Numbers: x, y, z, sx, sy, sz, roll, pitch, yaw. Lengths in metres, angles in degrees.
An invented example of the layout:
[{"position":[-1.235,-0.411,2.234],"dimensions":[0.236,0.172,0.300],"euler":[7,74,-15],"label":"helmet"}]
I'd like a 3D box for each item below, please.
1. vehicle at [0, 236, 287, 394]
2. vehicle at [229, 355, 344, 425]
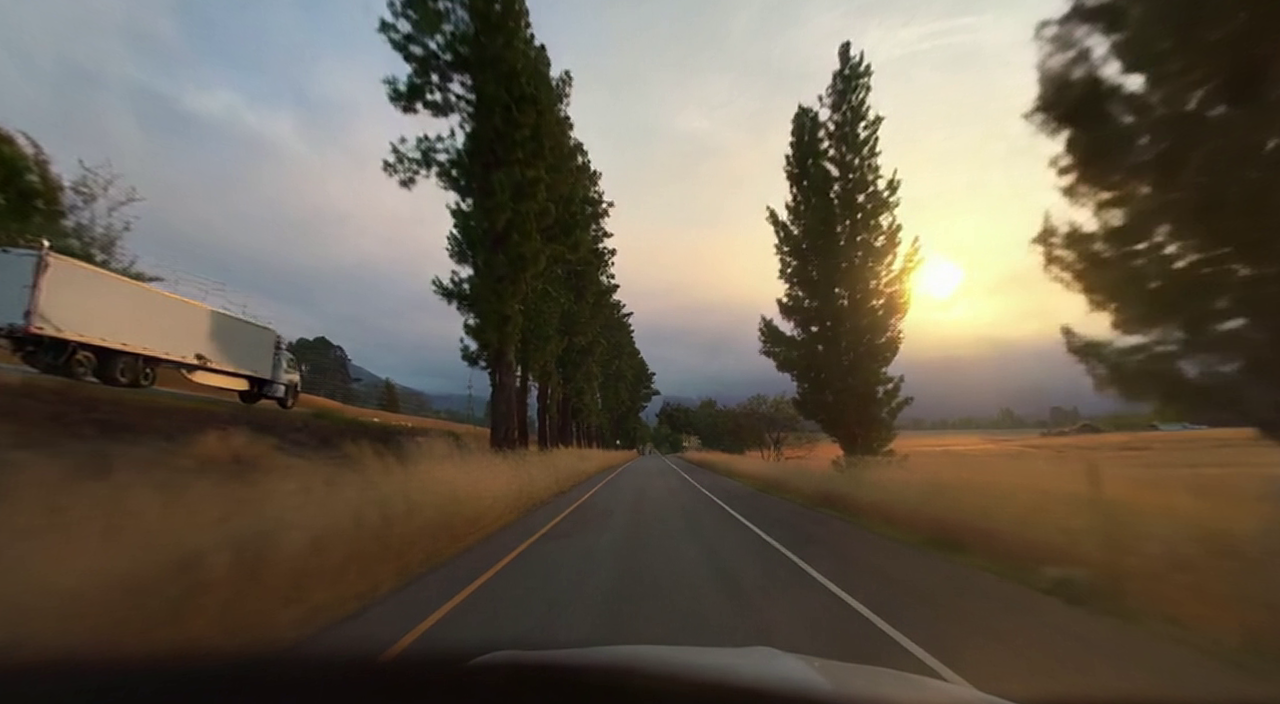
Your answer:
[{"position":[-25.516,-0.992,33.466],"dimensions":[3.314,4.163,16.558],"euler":[-1,-12,3],"label":"vehicle"},{"position":[-24.262,2.678,44.032],"dimensions":[3.022,4.324,8.607],"euler":[-1,-4,1],"label":"vehicle"}]
